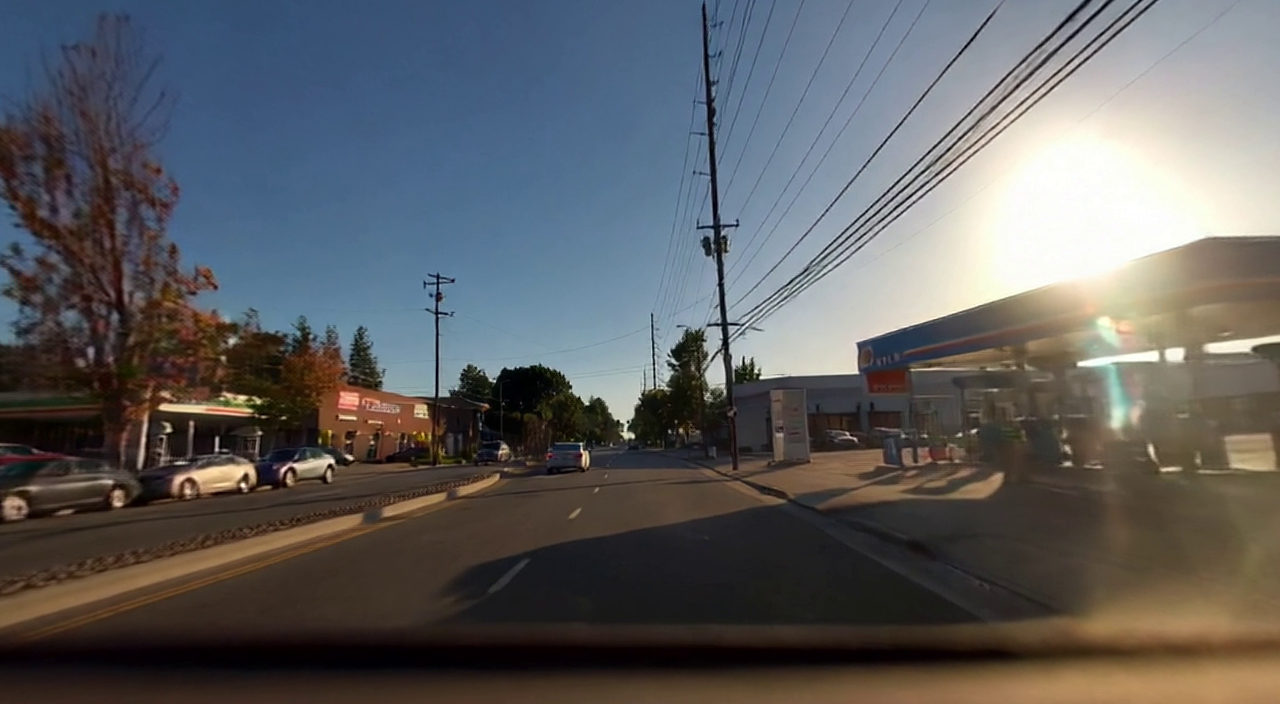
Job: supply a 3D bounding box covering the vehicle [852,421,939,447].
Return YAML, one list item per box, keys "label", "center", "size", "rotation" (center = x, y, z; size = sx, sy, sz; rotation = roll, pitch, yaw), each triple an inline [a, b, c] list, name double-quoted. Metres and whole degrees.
- label: "vehicle"
  center: [17.173, 5.532, 42.532]
  size: [4.943, 1.646, 2.072]
  rotation: [0, -8, -2]

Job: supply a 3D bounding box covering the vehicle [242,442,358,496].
- label: "vehicle"
  center: [-15.035, 5.141, 28.287]
  size: [2.353, 2.144, 4.847]
  rotation: [-1, -8, 2]

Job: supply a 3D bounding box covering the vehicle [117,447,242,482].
- label: "vehicle"
  center: [-23.785, 5.805, 32.757]
  size: [4.687, 1.696, 2.269]
  rotation: [0, -8, 0]

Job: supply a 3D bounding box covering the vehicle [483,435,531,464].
- label: "vehicle"
  center: [-10.190, 7.510, 48.779]
  size: [2.437, 2.069, 5.159]
  rotation: [-1, -8, 2]

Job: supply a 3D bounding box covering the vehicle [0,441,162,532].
- label: "vehicle"
  center: [-16.016, 3.488, 17.084]
  size: [2.336, 2.092, 4.625]
  rotation: [0, -8, 1]

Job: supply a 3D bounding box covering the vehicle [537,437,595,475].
- label: "vehicle"
  center: [-3.119, 4.462, 27.309]
  size: [2.073, 1.525, 3.968]
  rotation: [0, -8, -1]
